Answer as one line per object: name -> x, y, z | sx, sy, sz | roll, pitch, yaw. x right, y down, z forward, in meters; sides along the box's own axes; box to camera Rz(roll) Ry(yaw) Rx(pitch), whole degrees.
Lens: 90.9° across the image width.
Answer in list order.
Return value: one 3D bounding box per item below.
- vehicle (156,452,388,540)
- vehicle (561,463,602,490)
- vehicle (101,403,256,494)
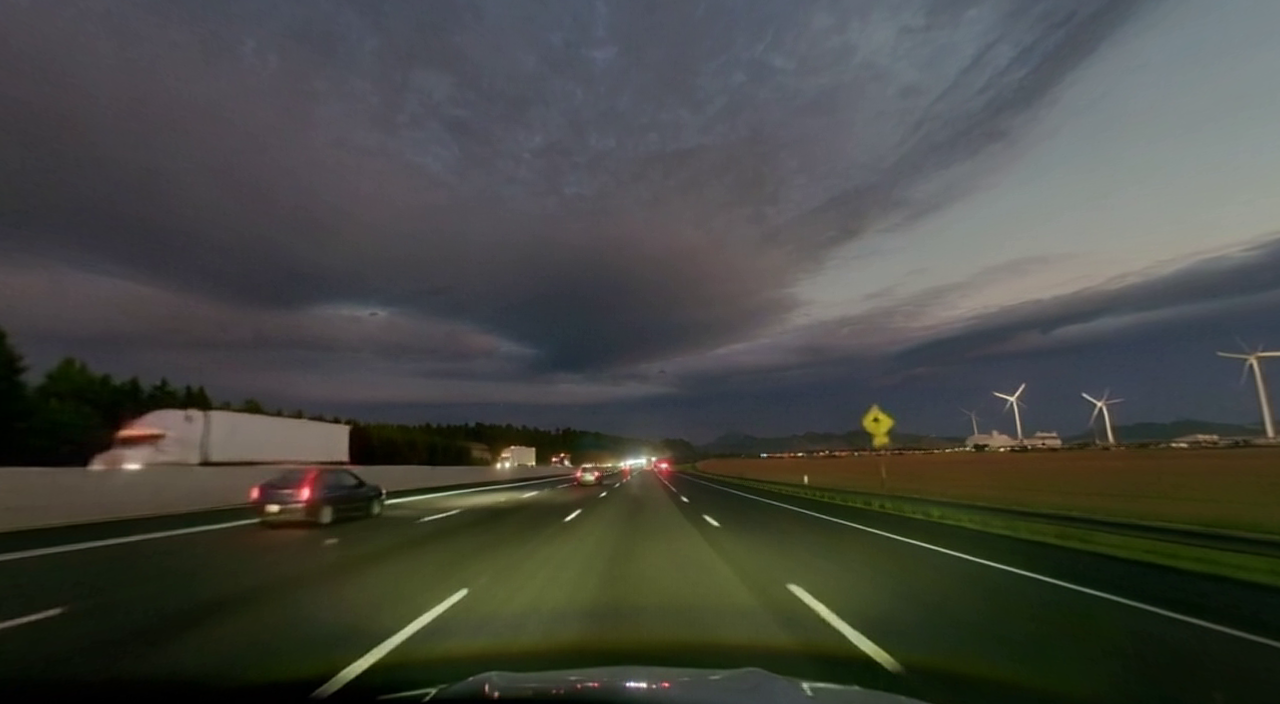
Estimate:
vehicle -> -7.235, 2.898, 13.155 | 1.956, 1.451, 4.674 | 1, -10, 1
vehicle -> -3.583, 7.766, 39.436 | 2.039, 1.505, 4.843 | 1, -10, 0
vehicle -> -23.044, 4.966, 31.994 | 3.006, 4.079, 5.925 | 1, -10, 1
